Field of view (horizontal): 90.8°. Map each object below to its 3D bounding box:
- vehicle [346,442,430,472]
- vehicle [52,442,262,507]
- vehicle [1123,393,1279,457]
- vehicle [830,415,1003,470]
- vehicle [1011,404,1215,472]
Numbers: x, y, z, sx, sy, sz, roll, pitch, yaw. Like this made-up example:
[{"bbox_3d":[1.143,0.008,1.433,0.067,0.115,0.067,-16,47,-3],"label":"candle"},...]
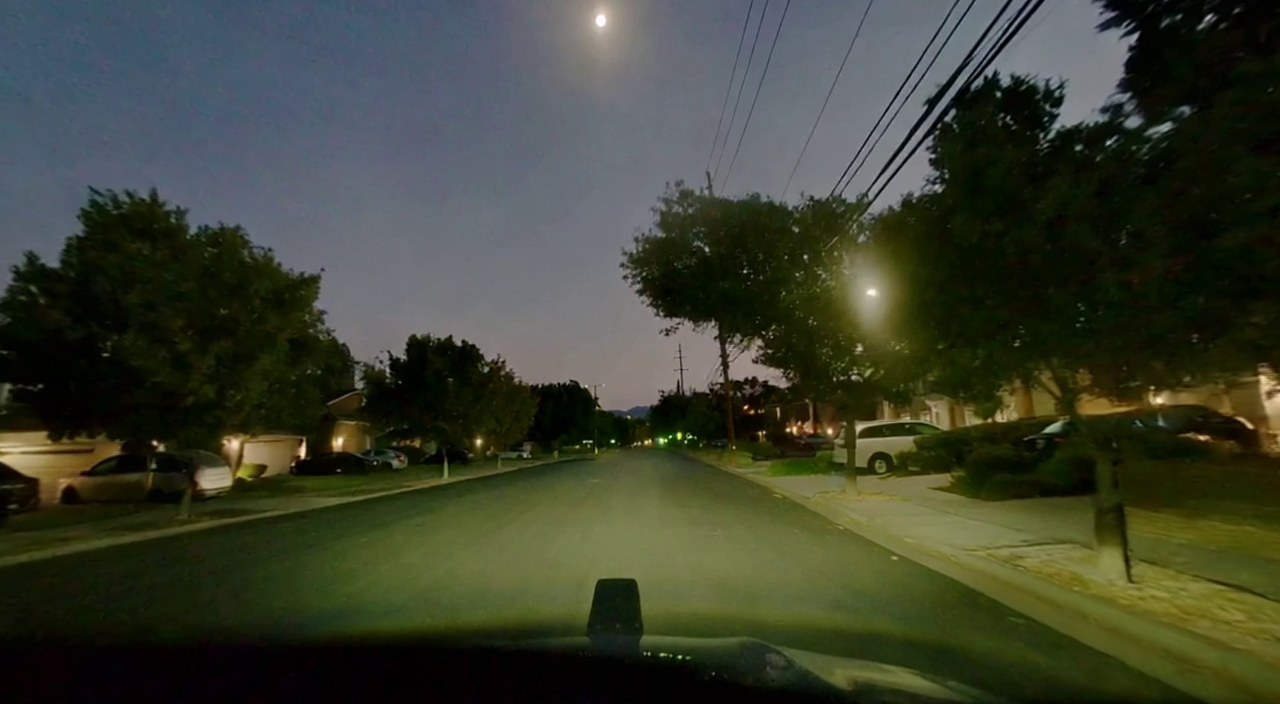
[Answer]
[{"bbox_3d":[-14.813,6.143,37.136,4.232,1.693,1.949,-3,-9,17],"label":"vehicle"},{"bbox_3d":[-13.711,3.464,18.131,4.495,1.706,1.972,-1,-8,5],"label":"vehicle"},{"bbox_3d":[20.862,2.684,22.805,4.843,2.185,2.250,0,-10,2],"label":"vehicle"},{"bbox_3d":[9.854,3.282,22.872,5.273,1.868,2.070,0,-8,0],"label":"vehicle"},{"bbox_3d":[13.568,2.511,18.387,4.209,1.834,2.019,0,-9,1],"label":"vehicle"}]
